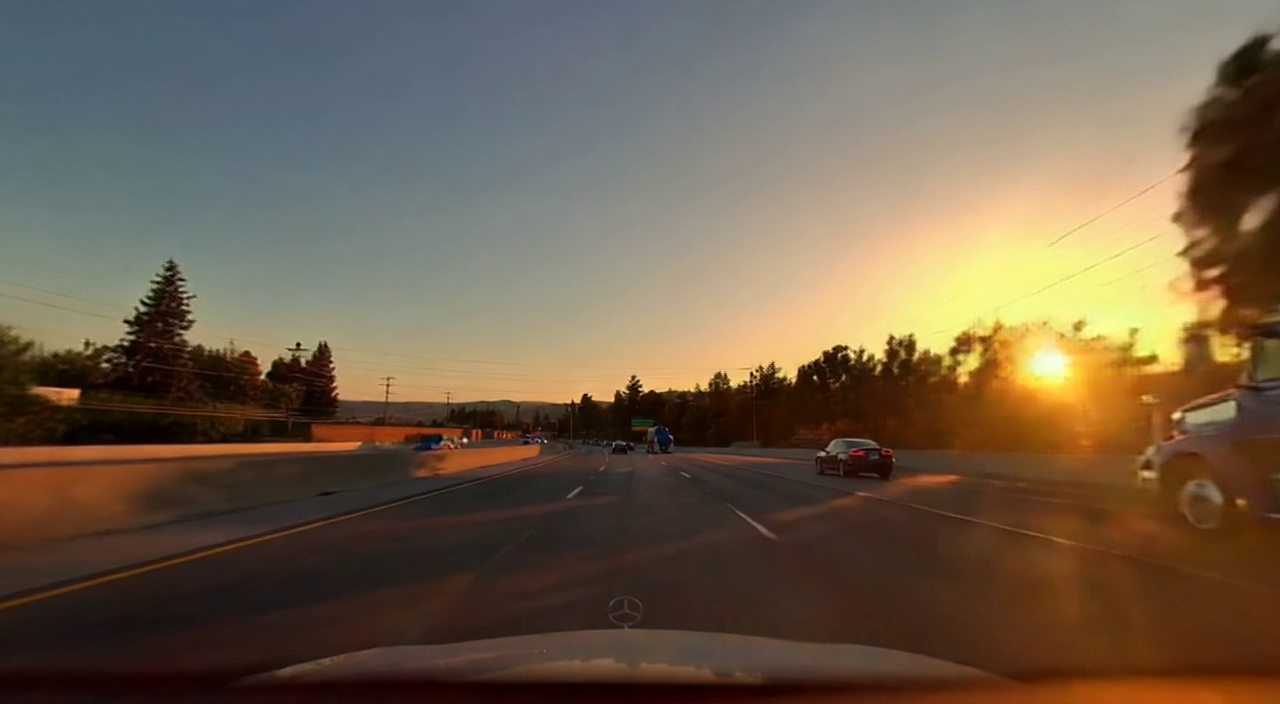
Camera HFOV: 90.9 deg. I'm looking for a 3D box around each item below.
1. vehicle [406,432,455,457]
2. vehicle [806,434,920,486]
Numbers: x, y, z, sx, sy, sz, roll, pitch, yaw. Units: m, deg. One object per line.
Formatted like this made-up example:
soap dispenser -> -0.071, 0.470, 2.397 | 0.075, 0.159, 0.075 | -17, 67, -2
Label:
vehicle -> -14.492, 6.428, 43.834 | 1.954, 1.578, 4.562 | 0, -8, -1
vehicle -> 7.015, 3.427, 20.400 | 1.905, 1.480, 4.624 | 0, -8, -1
